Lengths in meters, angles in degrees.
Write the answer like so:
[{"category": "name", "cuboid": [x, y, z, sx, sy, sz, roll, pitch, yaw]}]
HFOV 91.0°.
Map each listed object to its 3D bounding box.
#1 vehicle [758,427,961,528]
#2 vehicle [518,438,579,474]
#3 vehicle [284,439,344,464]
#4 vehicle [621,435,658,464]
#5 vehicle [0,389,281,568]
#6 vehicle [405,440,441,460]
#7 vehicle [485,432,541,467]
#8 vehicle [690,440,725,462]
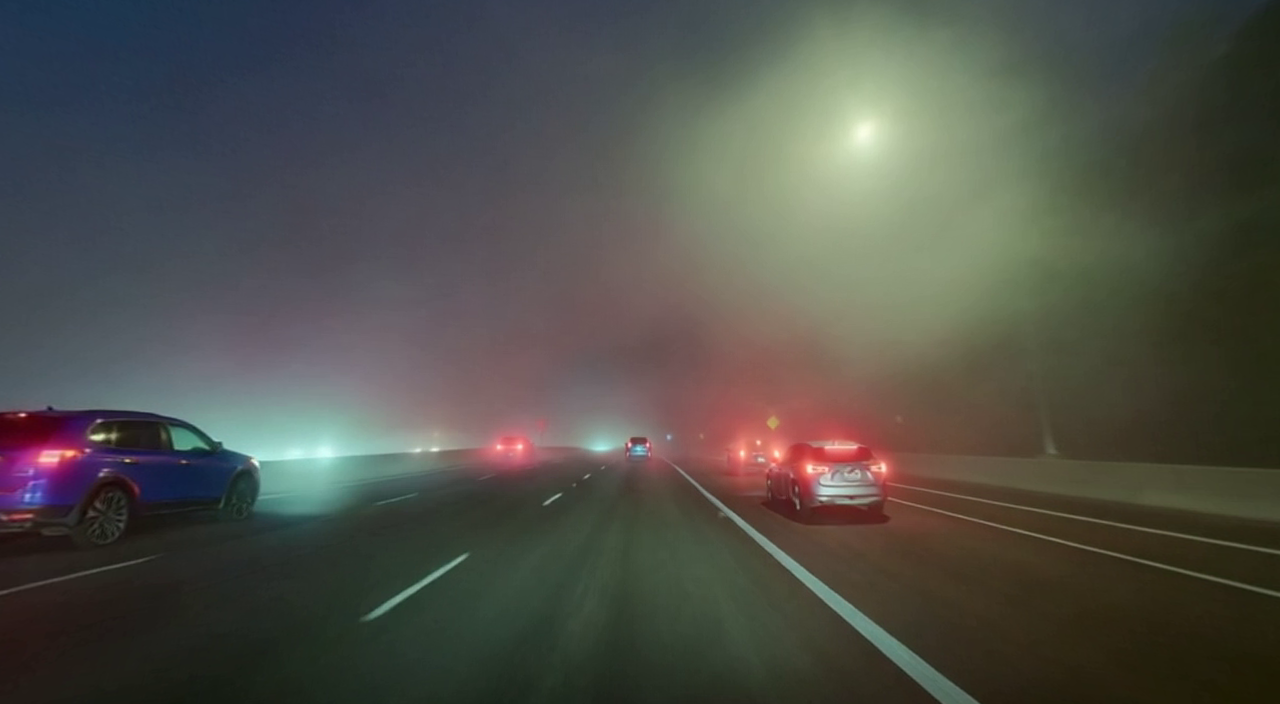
[{"category": "vehicle", "cuboid": [3.730, 2.239, 11.770, 2.141, 1.507, 4.510, 0, -9, 0]}, {"category": "vehicle", "cuboid": [-3.994, 4.619, 28.174, 2.071, 1.478, 4.130, 0, -9, 1]}, {"category": "vehicle", "cuboid": [-20.669, 6.338, 40.037, 1.817, 1.490, 3.694, 0, -9, 0]}, {"category": "vehicle", "cuboid": [-0.047, 6.080, 39.350, 2.158, 1.706, 4.219, 0, -9, -1]}, {"category": "vehicle", "cuboid": [-7.475, 1.655, 8.854, 2.142, 1.849, 4.566, 0, -9, -1]}, {"category": "vehicle", "cuboid": [-17.120, 7.742, 49.851, 1.635, 1.463, 3.655, 0, -8, -2]}, {"category": "vehicle", "cuboid": [-6.964, 5.409, 35.046, 2.111, 1.811, 4.391, 0, -9, 1]}, {"category": "vehicle", "cuboid": [4.646, 6.916, 44.048, 1.944, 1.465, 4.245, 0, -9, 0]}]
